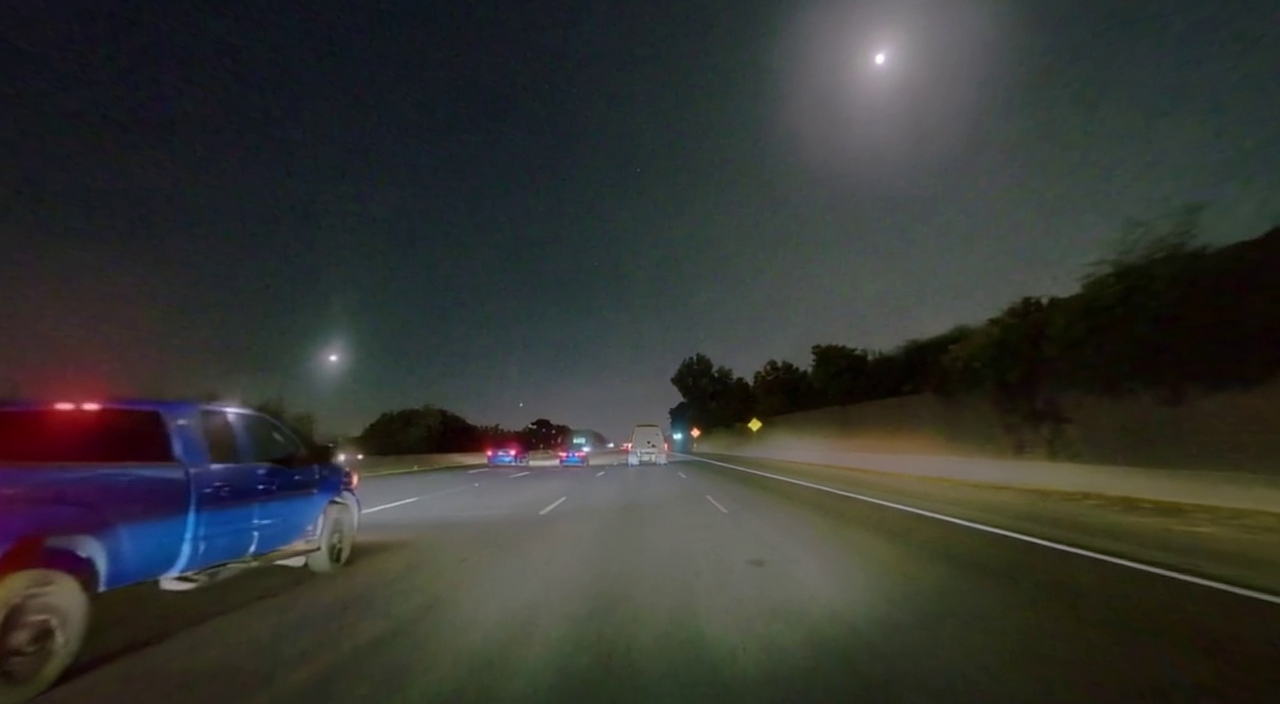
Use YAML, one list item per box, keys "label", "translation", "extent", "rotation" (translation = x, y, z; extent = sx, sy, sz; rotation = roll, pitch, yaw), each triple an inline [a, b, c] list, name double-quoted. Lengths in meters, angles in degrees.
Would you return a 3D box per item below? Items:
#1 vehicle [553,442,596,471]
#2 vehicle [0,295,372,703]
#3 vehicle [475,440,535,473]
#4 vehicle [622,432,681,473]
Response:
- label: "vehicle"
  translation: [-3.662, 5.955, 36.036]
  extent: [2.000, 1.512, 4.371]
  rotation: [0, -9, 0]
- label: "vehicle"
  translation: [-4.351, 0.920, 4.373]
  extent: [2.368, 2.003, 5.844]
  rotation: [0, -9, 0]
- label: "vehicle"
  translation: [-7.301, 5.682, 34.506]
  extent: [2.189, 1.673, 4.699]
  rotation: [0, -9, 1]
- label: "vehicle"
  translation: [0.539, 5.271, 33.174]
  extent: [2.856, 1.994, 4.931]
  rotation: [0, -9, 0]
